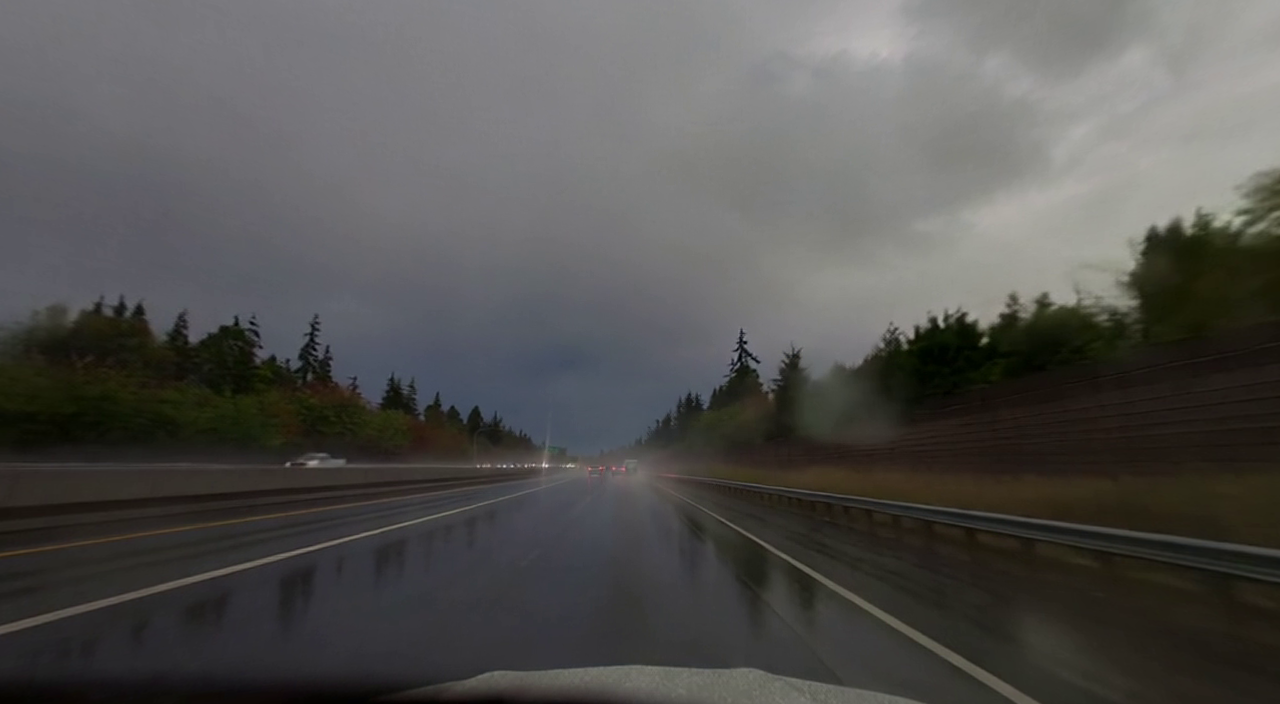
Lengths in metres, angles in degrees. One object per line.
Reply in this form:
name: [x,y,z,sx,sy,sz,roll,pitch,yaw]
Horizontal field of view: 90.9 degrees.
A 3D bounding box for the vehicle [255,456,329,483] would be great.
vehicle: [-20.793,7.077,37.872,1.924,1.483,4.480,1,-10,-1]
